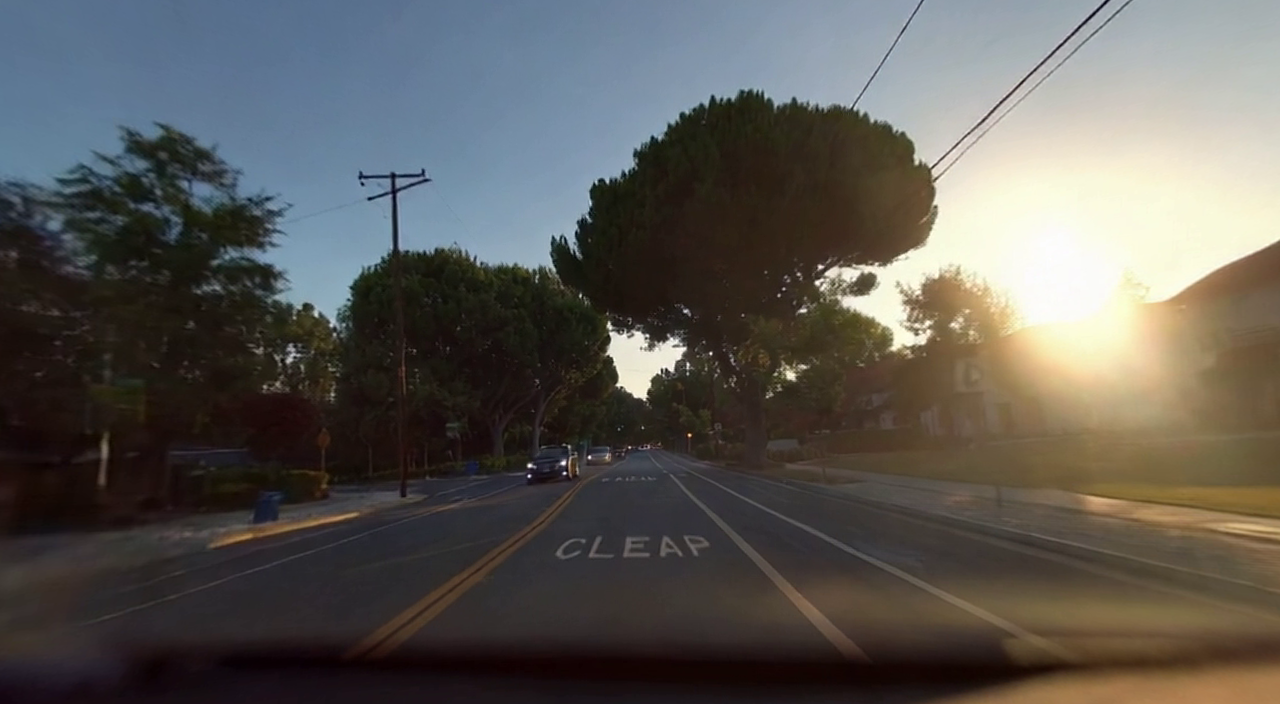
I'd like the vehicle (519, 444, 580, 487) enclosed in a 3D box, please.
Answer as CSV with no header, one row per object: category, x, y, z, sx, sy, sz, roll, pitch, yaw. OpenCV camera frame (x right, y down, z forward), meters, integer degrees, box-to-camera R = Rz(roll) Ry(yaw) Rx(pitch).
vehicle,-3.687,4.706,26.512,1.974,1.604,4.156,-1,-9,0
